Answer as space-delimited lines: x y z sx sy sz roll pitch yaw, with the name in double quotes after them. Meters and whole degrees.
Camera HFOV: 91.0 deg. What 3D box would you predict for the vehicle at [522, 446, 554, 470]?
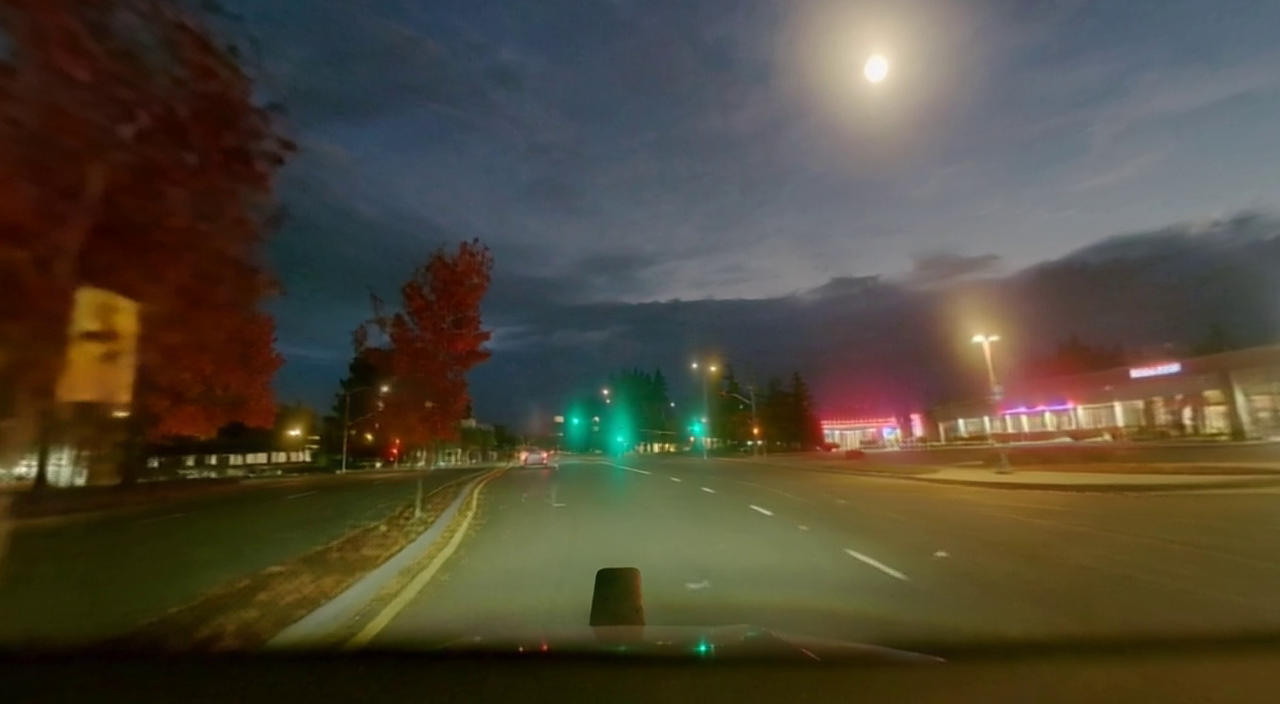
-6.882 7.128 42.589 2.018 1.512 4.304 1 -9 -8 "vehicle"
